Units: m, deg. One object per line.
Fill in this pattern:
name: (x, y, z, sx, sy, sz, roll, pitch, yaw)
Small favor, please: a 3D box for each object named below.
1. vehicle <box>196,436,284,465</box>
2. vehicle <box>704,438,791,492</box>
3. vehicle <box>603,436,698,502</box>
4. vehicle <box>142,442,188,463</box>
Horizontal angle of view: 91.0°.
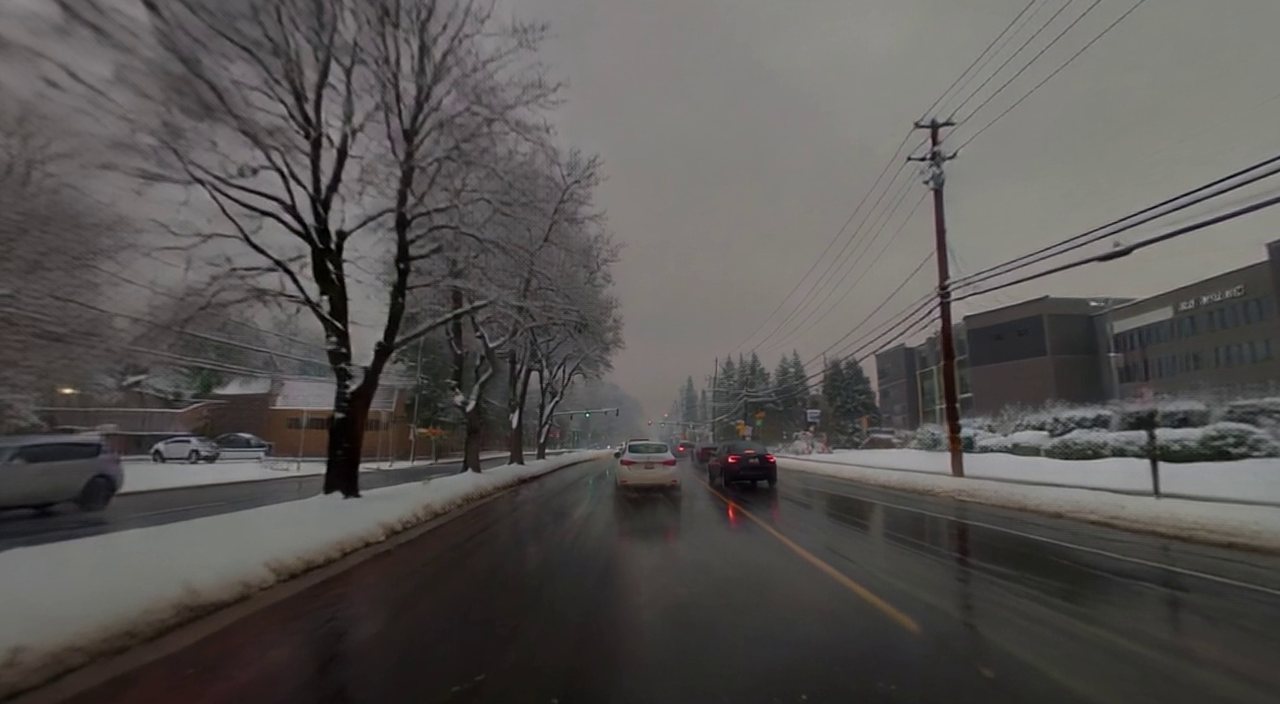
vehicle: (-27.225, 6.715, 43.035, 4.687, 1.894, 2.149, 4, -9, -23)
vehicle: (3.235, 3.495, 19.846, 1.985, 1.489, 4.036, 0, -8, -1)
vehicle: (0.178, 2.966, 16.347, 2.144, 1.473, 4.028, 0, -8, -2)
vehicle: (-36.284, 7.648, 48.181, 1.849, 1.533, 4.091, 4, -9, -24)
